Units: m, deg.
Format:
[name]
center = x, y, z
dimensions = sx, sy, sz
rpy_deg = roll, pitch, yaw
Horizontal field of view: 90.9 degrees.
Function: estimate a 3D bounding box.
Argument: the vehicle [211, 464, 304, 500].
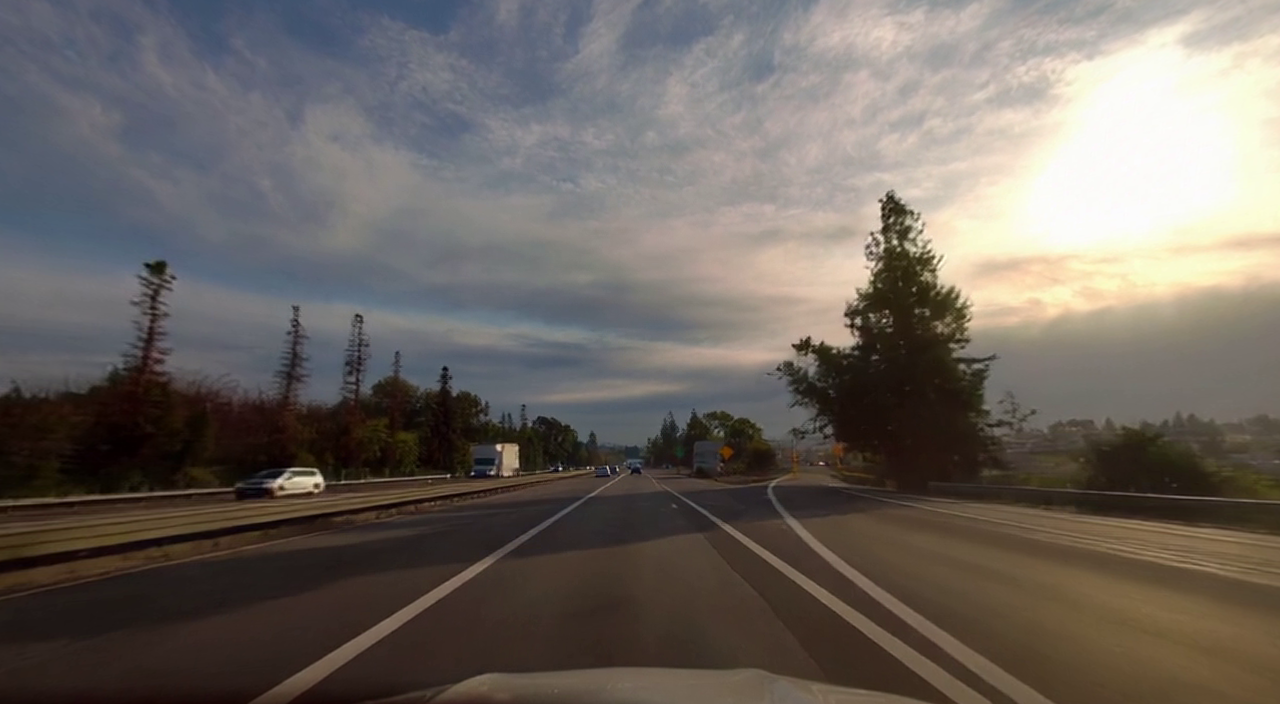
[vehicle]
center = -17.038, 5.798, 28.286
dimensions = 1.738, 1.435, 3.776
rpy_deg = 1, -10, 1
